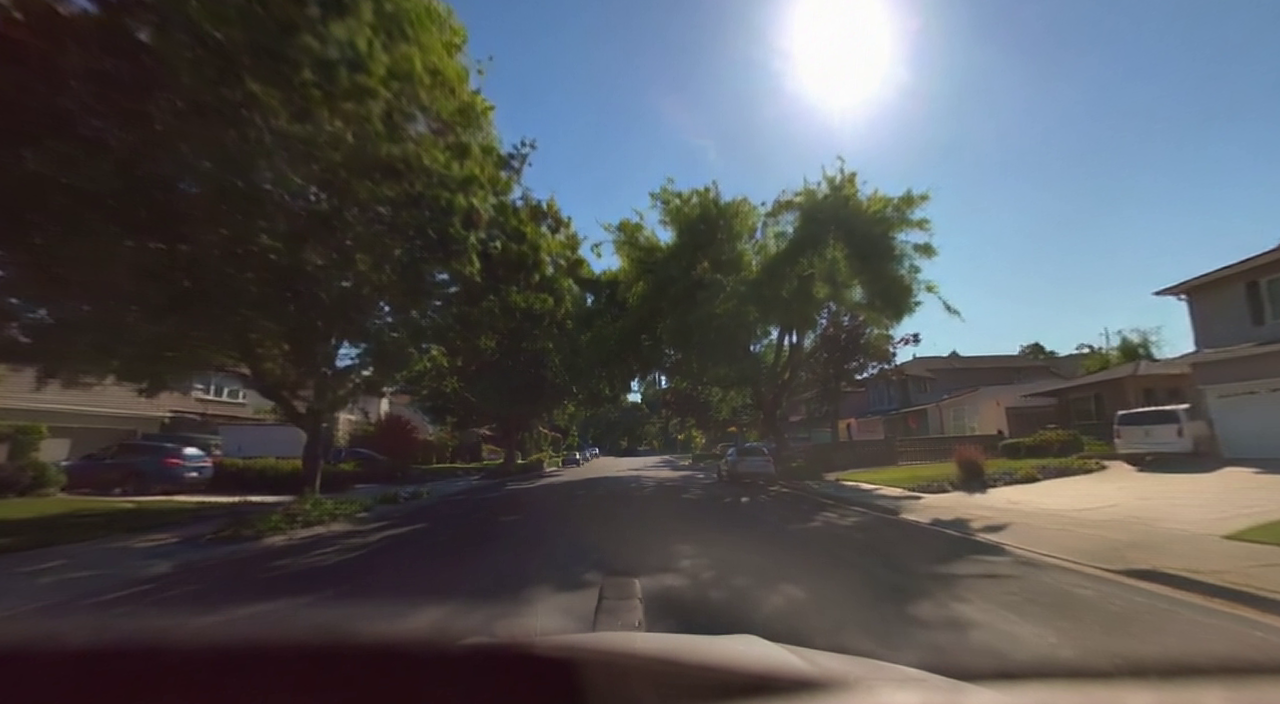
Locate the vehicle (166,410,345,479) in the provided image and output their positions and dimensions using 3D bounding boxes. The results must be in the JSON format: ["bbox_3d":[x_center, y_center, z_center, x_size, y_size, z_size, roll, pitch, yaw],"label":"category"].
[{"bbox_3d":[-16.683,4.059,27.503,6.381,2.645,2.703,-4,-9,10],"label":"vehicle"}]

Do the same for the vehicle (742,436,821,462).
[{"bbox_3d":[10.277,7.069,46.014,5.227,1.813,2.136,-1,-9,1],"label":"vehicle"}]

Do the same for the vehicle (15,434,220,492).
[{"bbox_3d":[-15.710,3.322,19.200,2.018,1.534,4.253,-5,-10,28],"label":"vehicle"}]

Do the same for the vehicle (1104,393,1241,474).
[{"bbox_3d":[14.876,2.366,17.922,2.222,1.963,4.670,-6,-10,32],"label":"vehicle"}]

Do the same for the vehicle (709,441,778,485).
[{"bbox_3d":[3.935,4.276,24.607,2.011,1.521,4.292,0,-8,1],"label":"vehicle"}]
